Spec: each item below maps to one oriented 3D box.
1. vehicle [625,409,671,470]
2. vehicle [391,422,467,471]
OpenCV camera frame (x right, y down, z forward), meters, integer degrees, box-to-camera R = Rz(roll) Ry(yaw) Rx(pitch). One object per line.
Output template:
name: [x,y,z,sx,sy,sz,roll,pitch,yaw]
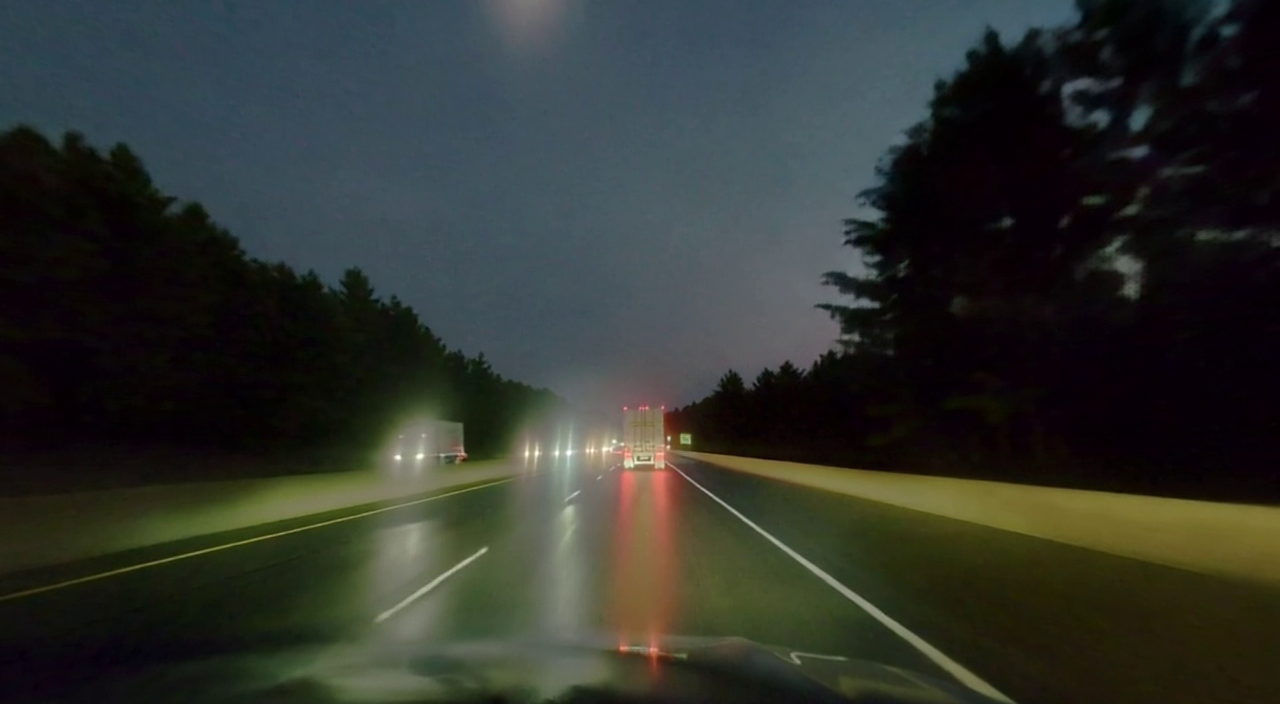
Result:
vehicle: [0.431,6.512,46.452,3.024,3.965,10.399,0,-9,-1]
vehicle: [-16.425,7.494,49.834,2.889,3.506,8.390,0,-9,2]
